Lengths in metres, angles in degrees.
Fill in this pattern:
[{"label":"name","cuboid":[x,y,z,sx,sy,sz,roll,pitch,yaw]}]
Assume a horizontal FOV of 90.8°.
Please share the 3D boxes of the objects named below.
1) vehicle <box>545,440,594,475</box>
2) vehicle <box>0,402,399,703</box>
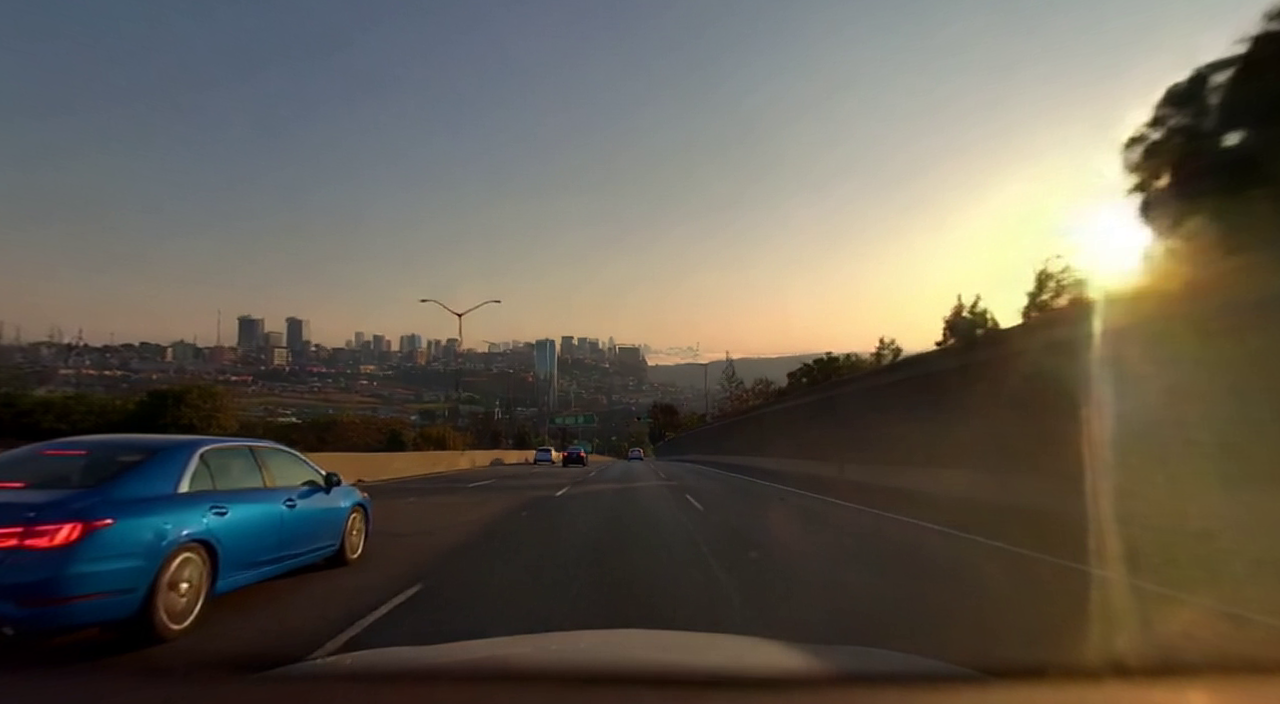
[{"label":"vehicle","cuboid":[-3.619,5.516,33.176,2.075,1.702,4.257,0,-9,0]},{"label":"vehicle","cuboid":[-3.754,1.270,4.698,2.114,1.480,4.473,0,-9,1]}]
